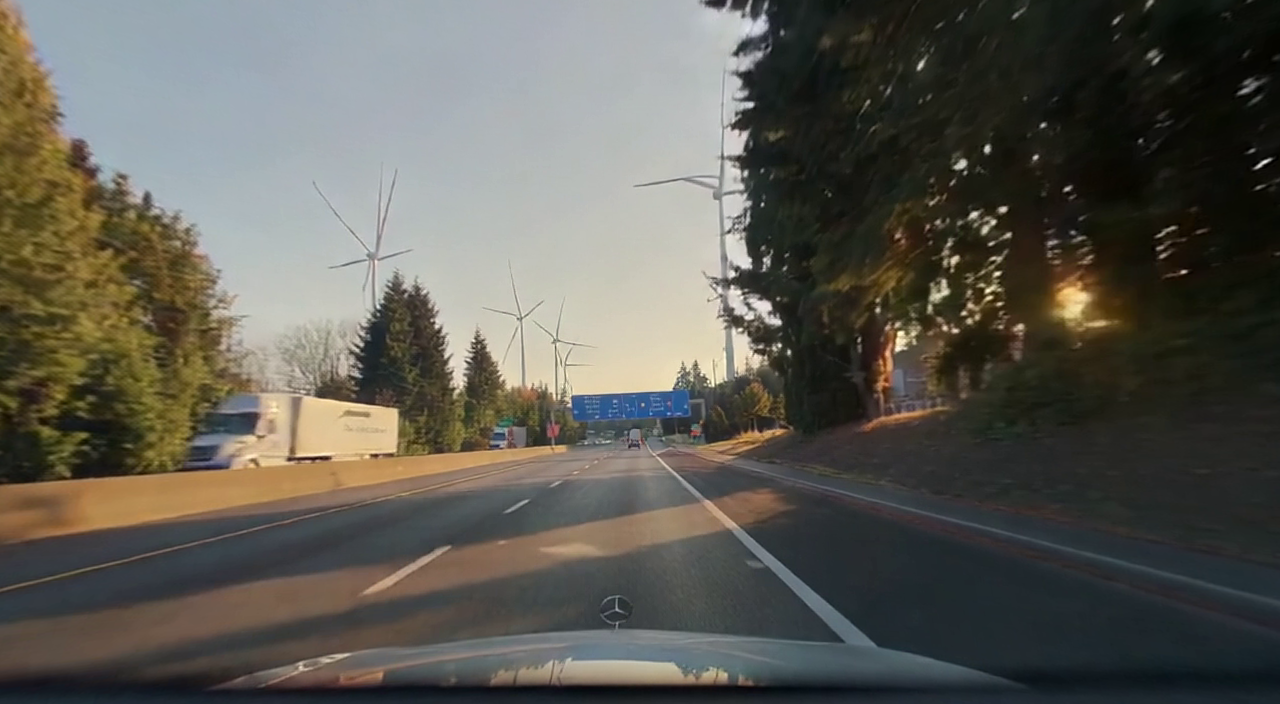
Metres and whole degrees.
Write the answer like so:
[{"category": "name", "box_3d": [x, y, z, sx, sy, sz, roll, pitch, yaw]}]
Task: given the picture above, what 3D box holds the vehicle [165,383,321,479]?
[{"category": "vehicle", "box_3d": [-17.283, 3.563, 28.020, 2.995, 3.776, 5.874, 0, -8, -1]}]
